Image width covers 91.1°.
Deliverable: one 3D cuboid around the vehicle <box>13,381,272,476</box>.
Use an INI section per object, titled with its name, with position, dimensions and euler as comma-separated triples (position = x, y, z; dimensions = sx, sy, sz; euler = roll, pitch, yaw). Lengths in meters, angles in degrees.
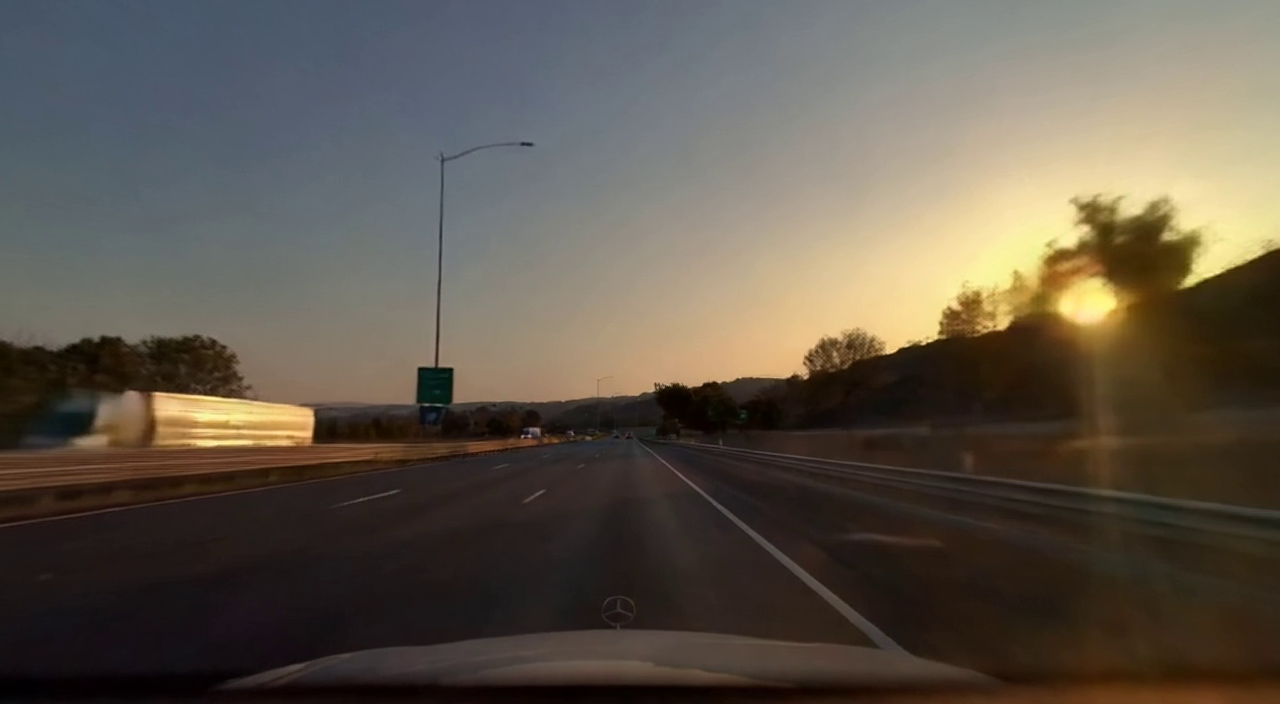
[vehicle]
position = -24.117, 3.993, 32.197
dimensions = 2.877, 3.842, 12.982
euler = 0, -8, -1
